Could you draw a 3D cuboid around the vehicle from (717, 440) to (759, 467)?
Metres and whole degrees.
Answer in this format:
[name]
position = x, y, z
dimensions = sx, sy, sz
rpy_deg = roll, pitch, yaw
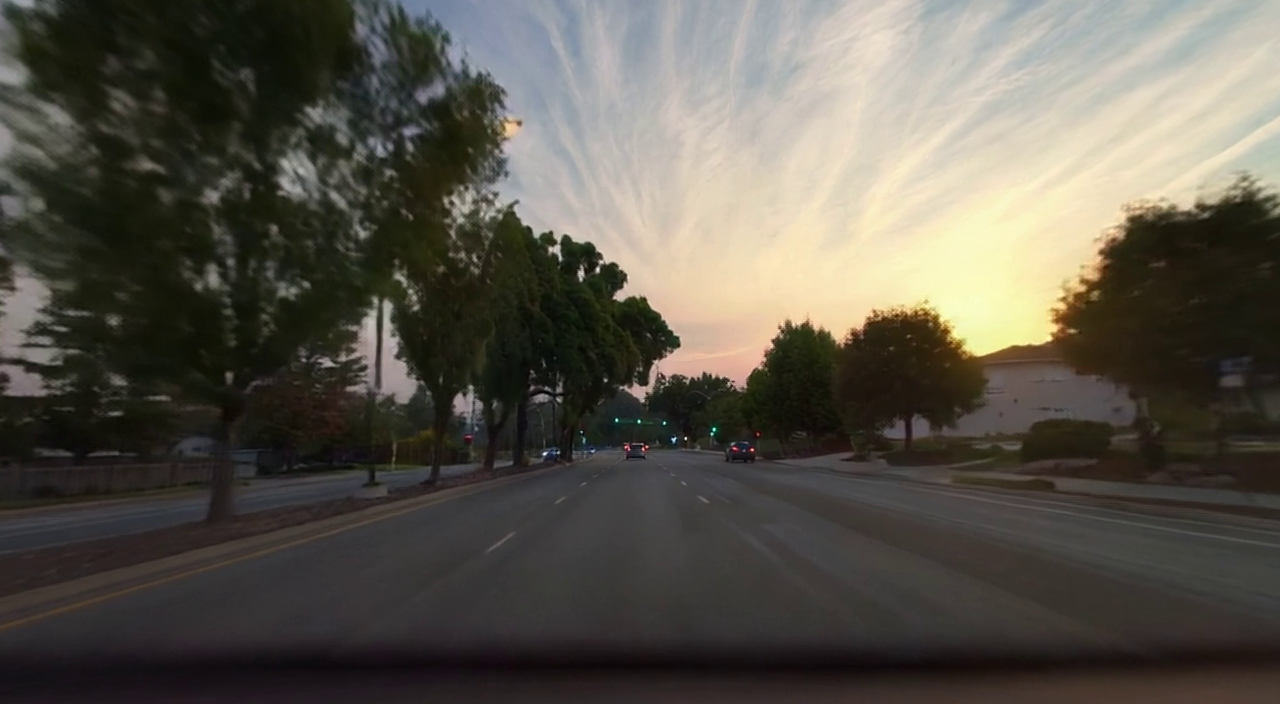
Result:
[vehicle]
position = 6.717, 6.990, 43.679
dimensions = 2.011, 1.710, 4.357
rpy_deg = 0, -9, -2
